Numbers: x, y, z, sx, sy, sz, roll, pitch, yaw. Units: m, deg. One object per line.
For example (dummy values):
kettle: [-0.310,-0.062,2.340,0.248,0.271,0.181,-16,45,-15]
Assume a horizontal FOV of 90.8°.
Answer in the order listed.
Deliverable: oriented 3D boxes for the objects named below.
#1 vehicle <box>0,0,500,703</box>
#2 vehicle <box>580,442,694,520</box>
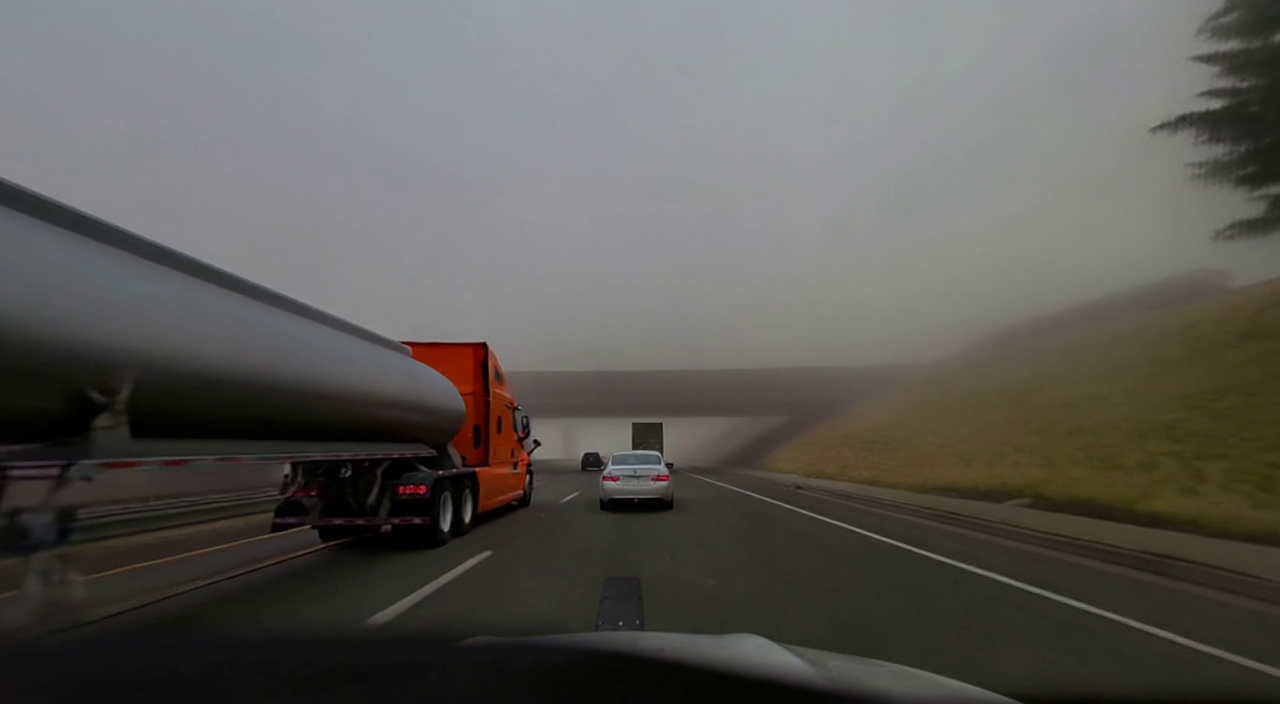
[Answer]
vehicle: [-4.266,0.329,4.647,2.896,3.563,14.643,0,-9,1]
vehicle: [-0.045,2.845,14.485,2.215,1.481,4.246,0,-9,0]
